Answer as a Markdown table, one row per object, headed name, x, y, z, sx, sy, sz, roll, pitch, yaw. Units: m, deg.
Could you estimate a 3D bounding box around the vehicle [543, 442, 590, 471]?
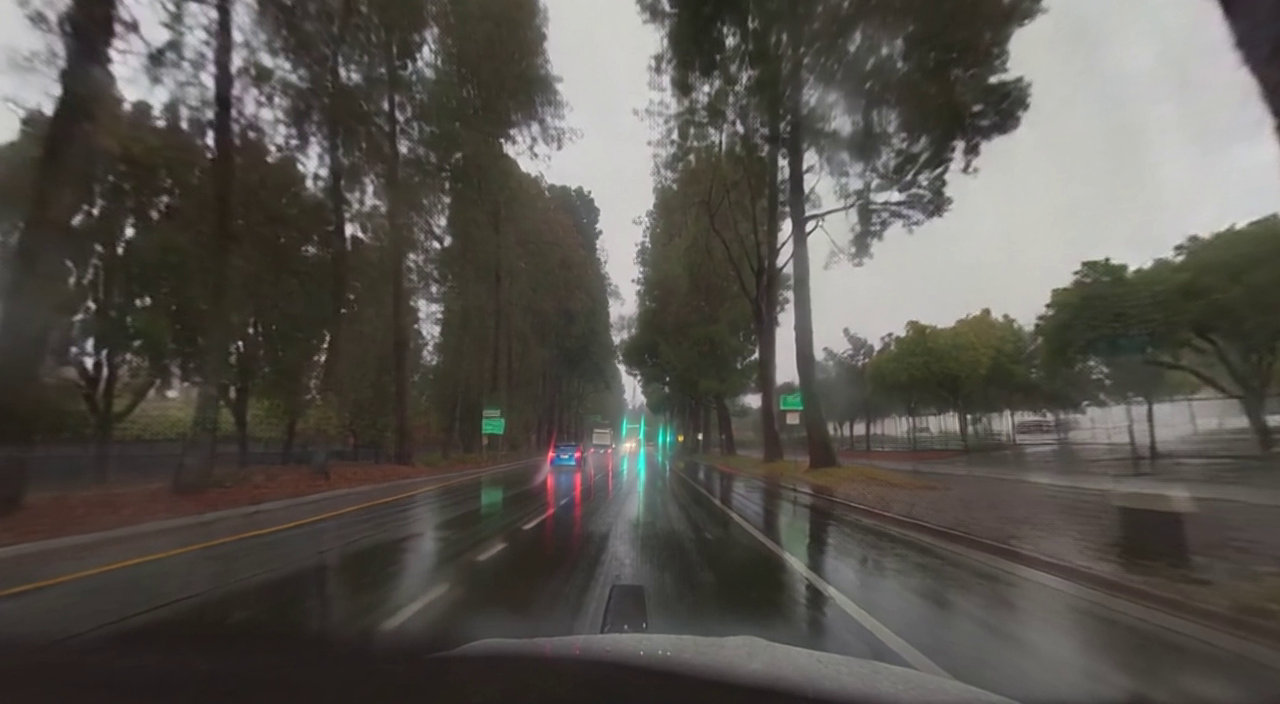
| name | x | y | z | sx | sy | sz | roll | pitch | yaw |
| --- | --- | --- | --- | --- | --- | --- | --- | --- | --- |
| vehicle | -3.943 | 5.687 | 34.569 | 2.005 | 1.462 | 4.345 | 0 | -8 | 1 |
